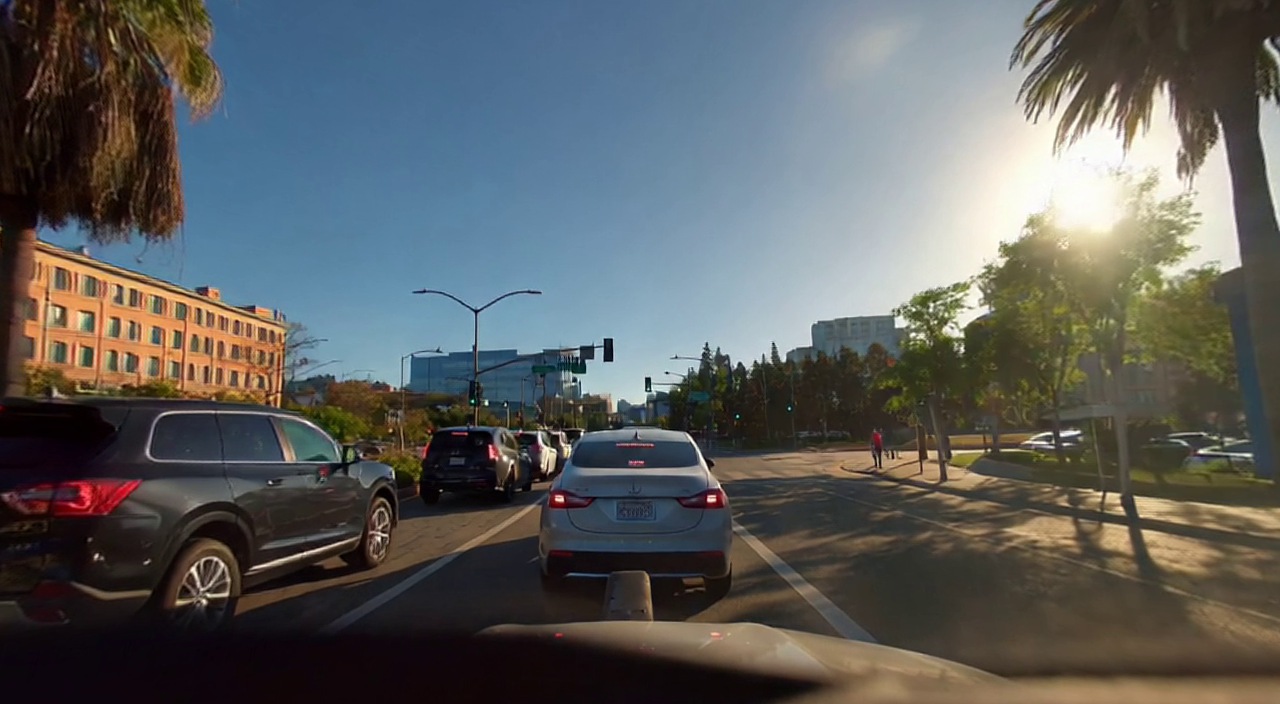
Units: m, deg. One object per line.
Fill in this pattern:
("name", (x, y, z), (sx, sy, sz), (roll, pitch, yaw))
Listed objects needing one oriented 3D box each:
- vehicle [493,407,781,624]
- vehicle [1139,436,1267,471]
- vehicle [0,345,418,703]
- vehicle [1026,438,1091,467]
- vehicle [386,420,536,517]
("vehicle", (-0.049, 1.536, 6.869), (2.114, 1.585, 4.285), (0, -9, -1))
("vehicle", (25.477, 4.589, 28.642), (3.914, 1.427, 1.779), (-2, -8, 5))
("vehicle", (-3.530, 1.158, 5.081), (1.914, 1.741, 4.398), (0, -9, -1))
("vehicle", (26.245, 6.307, 39.650), (1.882, 1.672, 3.957), (-2, -9, 11))
("vehicle", (-3.464, 2.346, 13.096), (1.840, 1.684, 4.041), (0, -9, 1))
